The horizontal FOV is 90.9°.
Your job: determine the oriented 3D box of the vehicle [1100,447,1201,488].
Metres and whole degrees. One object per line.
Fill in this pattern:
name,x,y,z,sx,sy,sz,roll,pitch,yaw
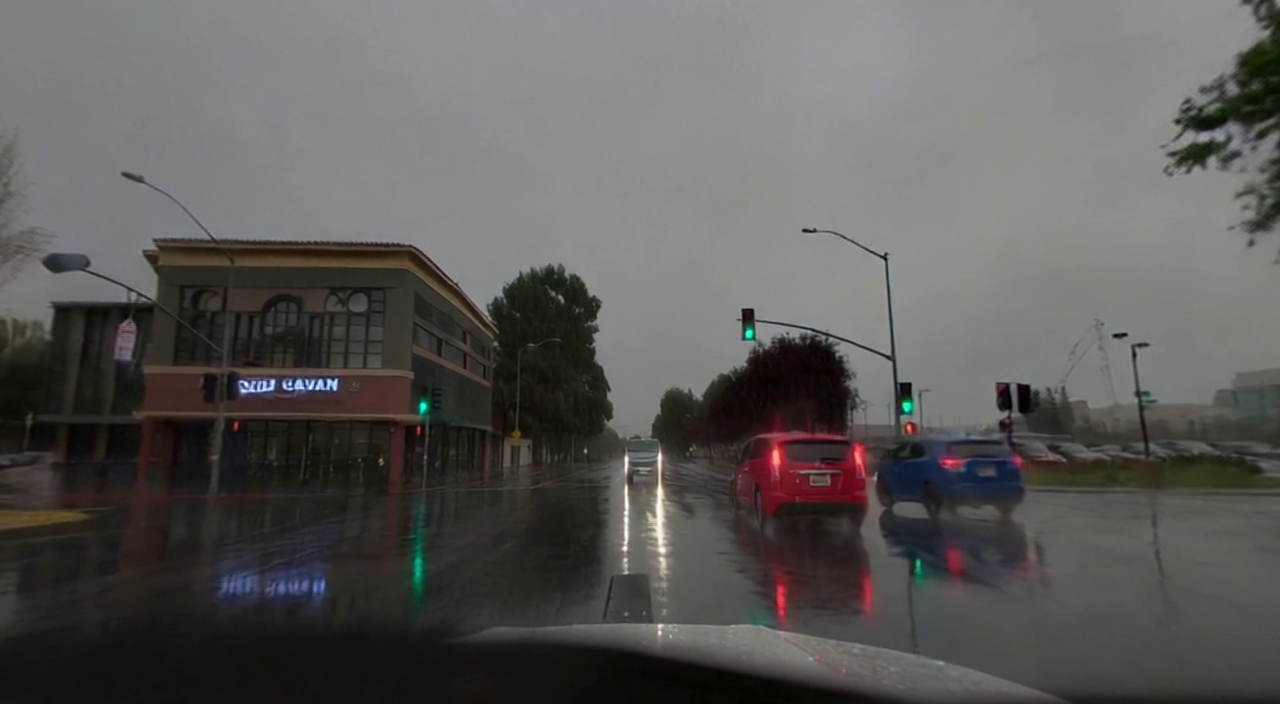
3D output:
vehicle,21.176,4.769,26.366,2.066,1.488,4.158,-4,-9,22

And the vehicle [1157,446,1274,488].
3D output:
vehicle,23.706,4.709,26.202,2.134,1.535,4.289,-4,-9,22

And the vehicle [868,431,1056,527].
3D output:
vehicle,6.502,2.564,13.355,1.792,1.682,4.089,0,-8,0

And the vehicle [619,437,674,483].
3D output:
vehicle,0.226,5.089,30.102,2.390,1.948,5.344,0,-8,-1

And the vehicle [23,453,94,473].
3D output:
vehicle,-42.282,8.058,45.911,3.391,1.379,1.562,4,-9,-27

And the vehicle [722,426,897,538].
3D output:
vehicle,2.974,2.385,12.327,2.048,1.725,4.754,0,-8,0

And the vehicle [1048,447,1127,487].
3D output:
vehicle,18.865,4.824,26.728,1.791,1.520,3.649,-4,-9,21
